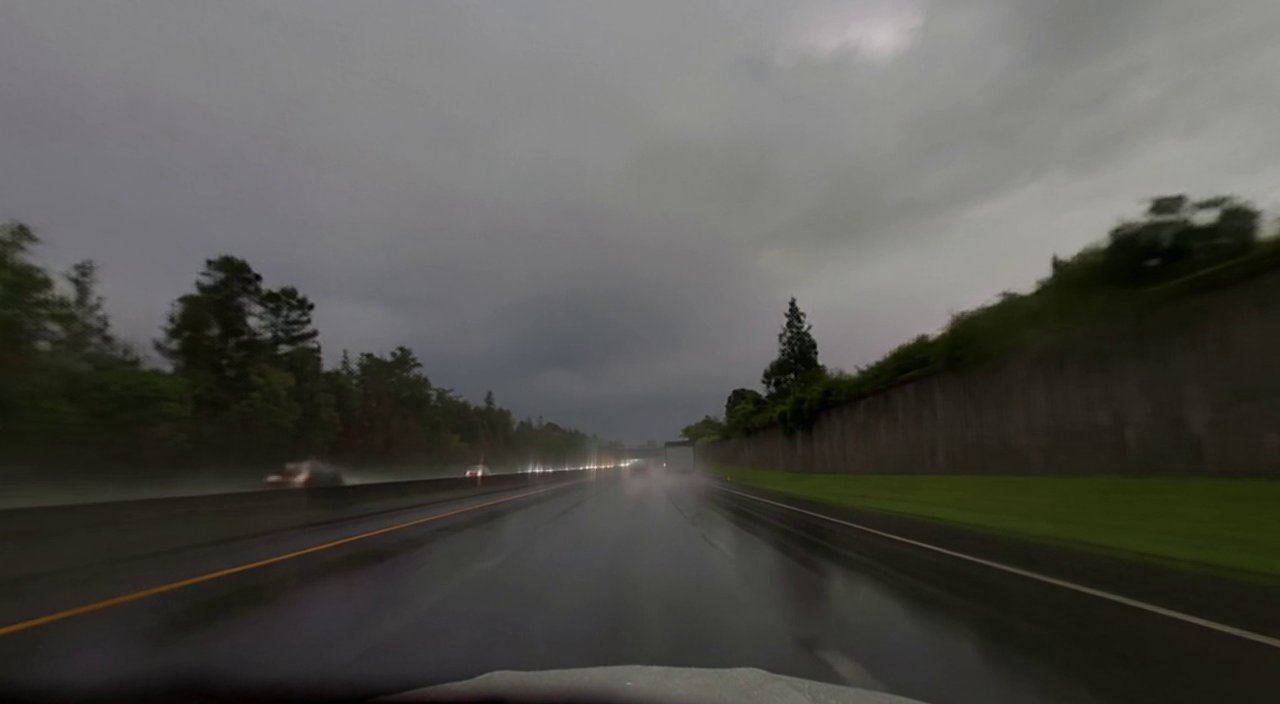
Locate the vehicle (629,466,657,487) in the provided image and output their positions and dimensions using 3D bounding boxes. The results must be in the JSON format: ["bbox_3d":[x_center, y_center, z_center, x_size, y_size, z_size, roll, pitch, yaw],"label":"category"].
[{"bbox_3d":[0.224,9.365,47.433,2.015,1.478,3.920,0,-10,0],"label":"vehicle"}]

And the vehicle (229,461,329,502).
[{"bbox_3d":[-15.741,5.643,27.743,1.909,1.615,4.119,0,-10,0],"label":"vehicle"}]
